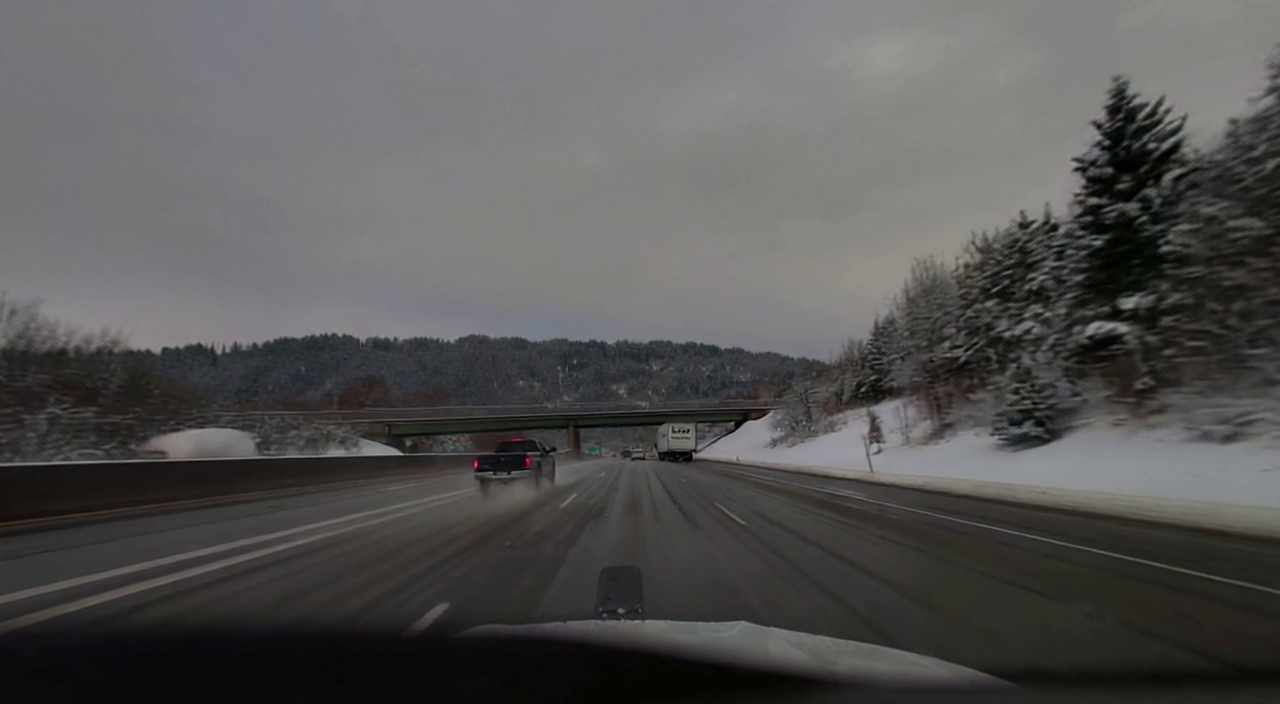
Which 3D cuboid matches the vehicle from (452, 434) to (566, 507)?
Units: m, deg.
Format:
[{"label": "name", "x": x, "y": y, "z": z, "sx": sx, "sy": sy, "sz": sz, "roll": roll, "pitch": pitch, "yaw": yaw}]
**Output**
[{"label": "vehicle", "x": -3.225, "y": 3.038, "z": 16.538, "sx": 2.052, "sy": 1.654, "sz": 4.303, "roll": 0, "pitch": -9, "yaw": 0}]
